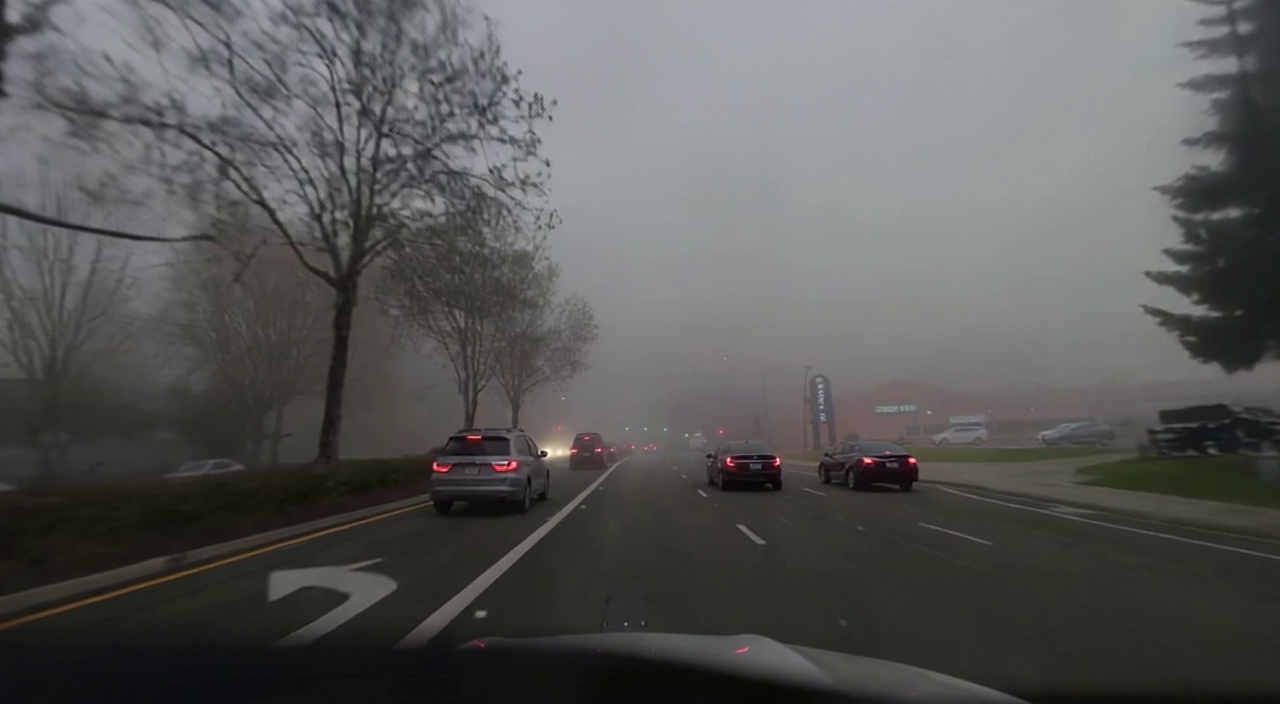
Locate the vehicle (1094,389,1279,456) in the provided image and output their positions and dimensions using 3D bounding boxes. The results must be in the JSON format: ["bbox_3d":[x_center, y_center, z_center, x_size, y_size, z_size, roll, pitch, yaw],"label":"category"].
[{"bbox_3d":[16.619,2.172,18.903,4.953,1.804,2.337,3,-9,-21],"label":"vehicle"}]

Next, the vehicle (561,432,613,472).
[{"bbox_3d":[-2.509,4.899,31.045,2.117,1.799,4.442,0,-9,1],"label":"vehicle"}]

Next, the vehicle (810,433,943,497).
[{"bbox_3d":[6.372,3.104,17.673,1.881,1.540,4.750,0,-9,0],"label":"vehicle"}]

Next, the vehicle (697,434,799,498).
[{"bbox_3d":[2.803,3.069,17.365,2.004,1.512,4.206,0,-9,0],"label":"vehicle"}]

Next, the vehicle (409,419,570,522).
[{"bbox_3d":[-2.813,2.353,12.972,2.141,1.719,4.379,-1,-9,1],"label":"vehicle"}]

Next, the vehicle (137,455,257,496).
[{"bbox_3d":[-17.837,4.975,25.680,1.749,1.454,4.318,0,-9,0],"label":"vehicle"}]
